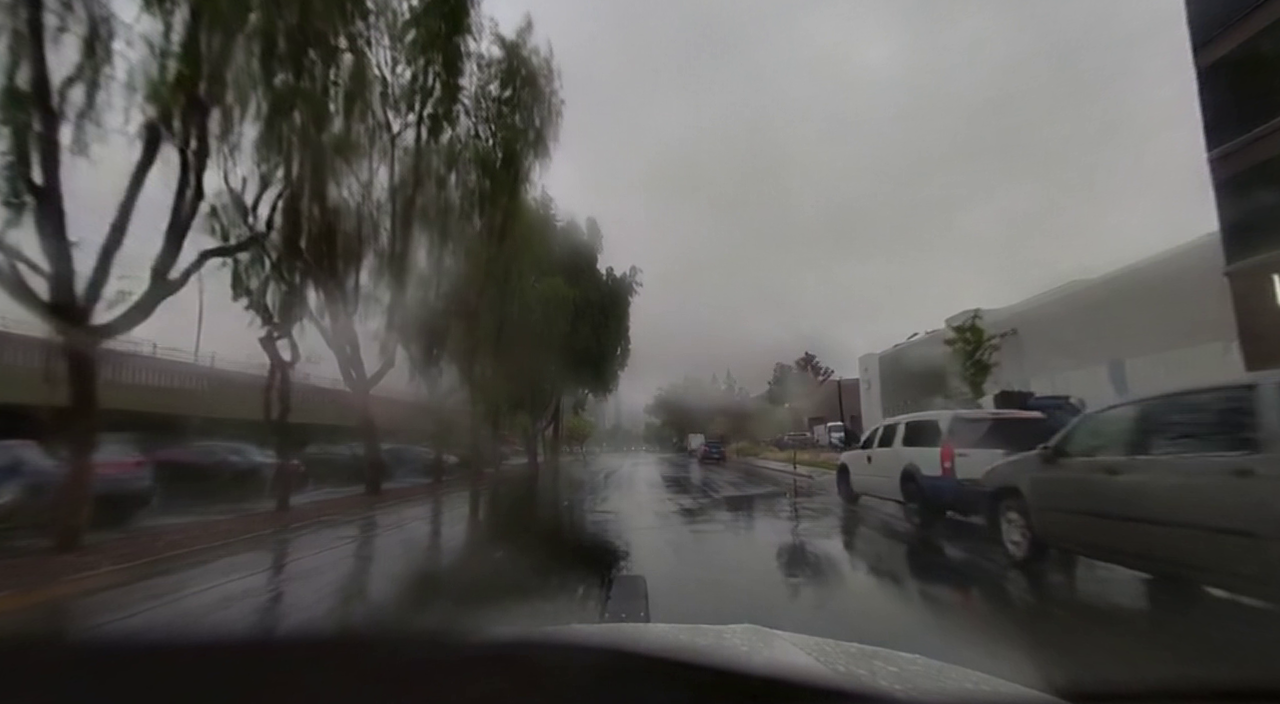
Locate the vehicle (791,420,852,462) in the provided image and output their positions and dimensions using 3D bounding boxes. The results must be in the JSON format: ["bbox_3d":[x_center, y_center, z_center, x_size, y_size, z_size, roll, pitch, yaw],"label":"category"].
[{"bbox_3d":[13.140,6.551,46.156,2.935,2.889,5.499,0,-9,1],"label":"vehicle"}]

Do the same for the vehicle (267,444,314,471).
[{"bbox_3d":[-24.742,7.470,44.835,2.026,1.723,4.633,4,-9,-19],"label":"vehicle"}]

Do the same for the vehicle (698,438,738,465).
[{"bbox_3d":[5.978,7.683,48.843,2.338,1.942,5.267,0,-9,-1],"label":"vehicle"}]

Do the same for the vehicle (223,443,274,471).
[{"bbox_3d":[-27.385,7.334,44.275,2.026,1.723,4.322,3,-8,-19],"label":"vehicle"}]

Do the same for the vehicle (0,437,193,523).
[{"bbox_3d":[-13.039,2.740,13.811,4.831,1.700,2.111,0,-9,0],"label":"vehicle"}]

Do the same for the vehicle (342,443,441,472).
[{"bbox_3d":[-14.624,6.236,37.381,4.954,1.614,2.227,0,-9,-5],"label":"vehicle"}]

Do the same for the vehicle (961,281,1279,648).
[{"bbox_3d":[5.732,0.946,5.474,2.596,2.509,6.178,0,-9,0],"label":"vehicle"}]
